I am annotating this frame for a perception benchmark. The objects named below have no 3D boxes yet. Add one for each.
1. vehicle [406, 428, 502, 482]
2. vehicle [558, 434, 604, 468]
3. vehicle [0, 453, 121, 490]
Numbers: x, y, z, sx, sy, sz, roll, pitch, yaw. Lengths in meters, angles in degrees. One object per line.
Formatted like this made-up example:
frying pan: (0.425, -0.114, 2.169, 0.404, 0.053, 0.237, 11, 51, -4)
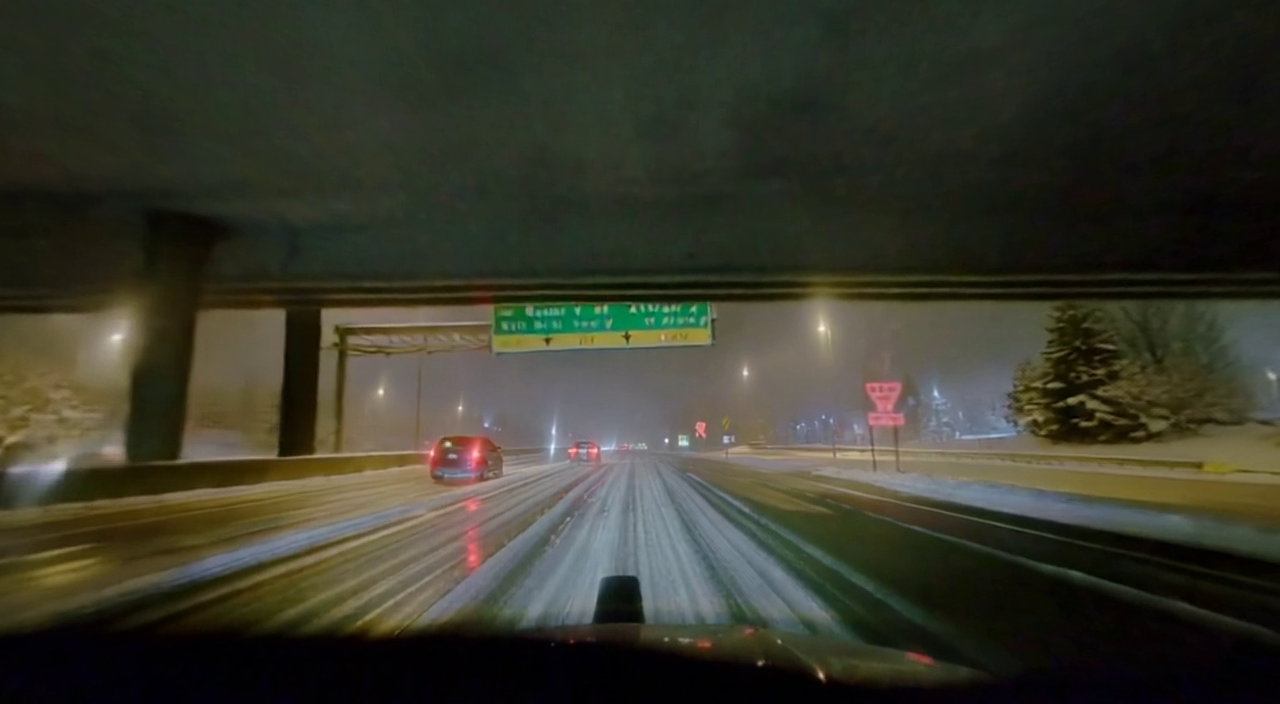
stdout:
vehicle: (-6.608, 3.718, 23.064, 2.015, 1.762, 4.790, 0, -8, 0)
vehicle: (-3.072, 5.240, 33.590, 2.027, 1.697, 4.307, 0, -8, 0)
vehicle: (-26.402, 5.366, 28.715, 1.792, 1.456, 4.589, 0, -9, -1)
